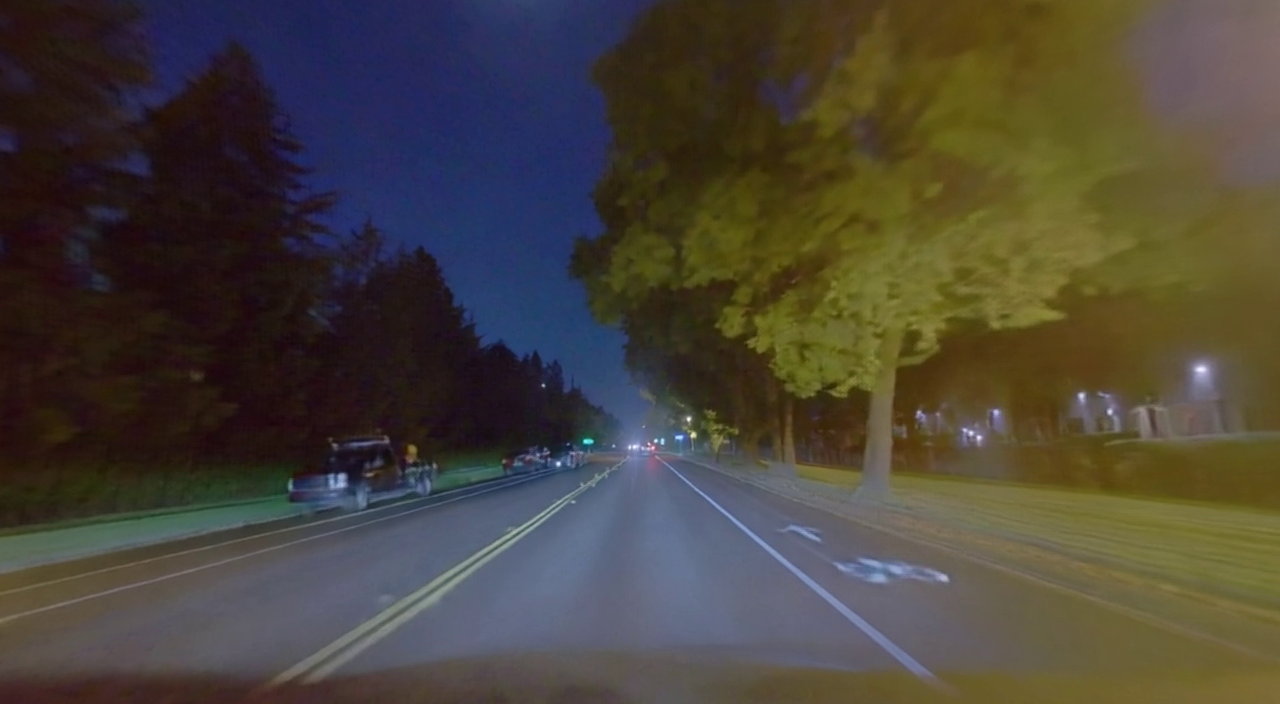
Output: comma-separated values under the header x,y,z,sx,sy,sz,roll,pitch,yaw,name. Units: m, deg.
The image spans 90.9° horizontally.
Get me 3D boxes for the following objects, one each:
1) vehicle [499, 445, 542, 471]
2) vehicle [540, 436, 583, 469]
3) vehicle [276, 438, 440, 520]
x,y,z,sx,sy,sz,roll,pitch,yaw,name
-8.346,7.418,44.372,2.107,1.745,4.569,0,-8,0,vehicle
-5.685,7.372,46.487,2.517,2.323,5.205,0,-8,0,vehicle
-8.270,3.688,19.341,2.422,1.855,6.165,-4,-7,-2,vehicle
